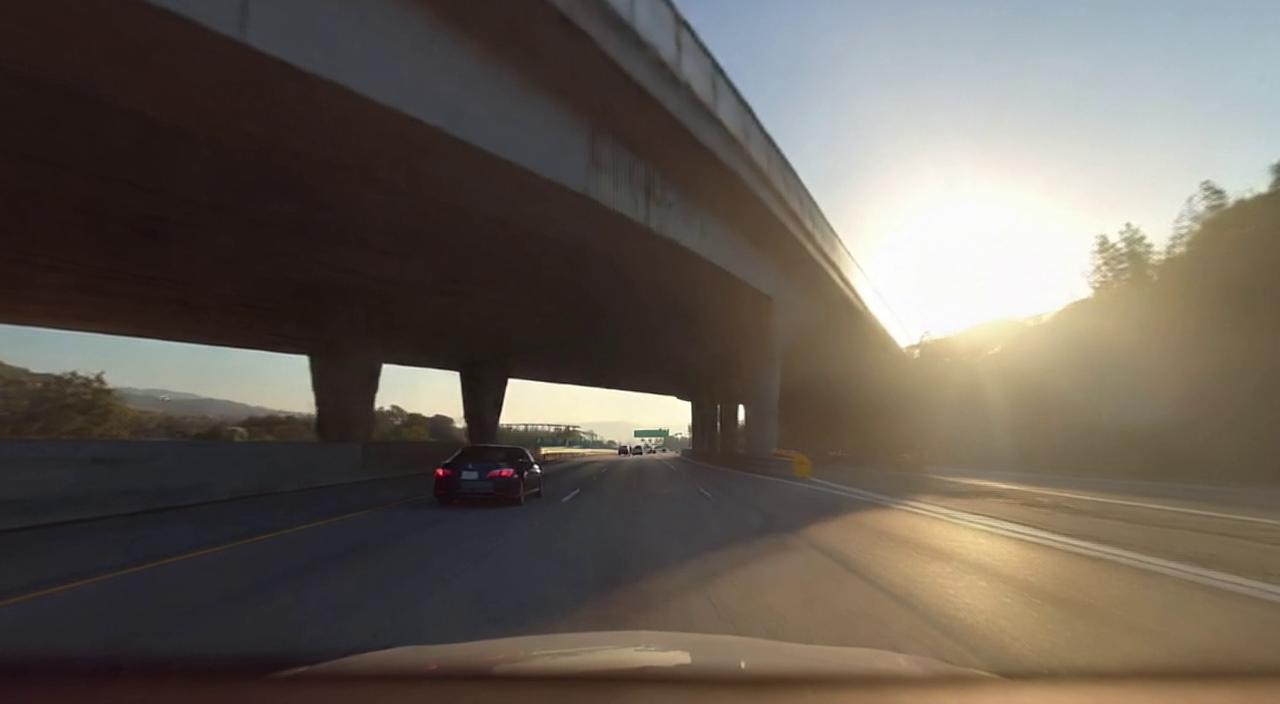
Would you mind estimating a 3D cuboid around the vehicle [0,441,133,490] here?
[{"bbox_3d":[-22.180,4.195,23.776,1.934,1.602,4.970,0,-8,0],"label":"vehicle"}]

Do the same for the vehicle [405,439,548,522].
[{"bbox_3d":[-3.302,2.655,13.608,1.968,1.504,3.892,0,-8,1],"label":"vehicle"}]
